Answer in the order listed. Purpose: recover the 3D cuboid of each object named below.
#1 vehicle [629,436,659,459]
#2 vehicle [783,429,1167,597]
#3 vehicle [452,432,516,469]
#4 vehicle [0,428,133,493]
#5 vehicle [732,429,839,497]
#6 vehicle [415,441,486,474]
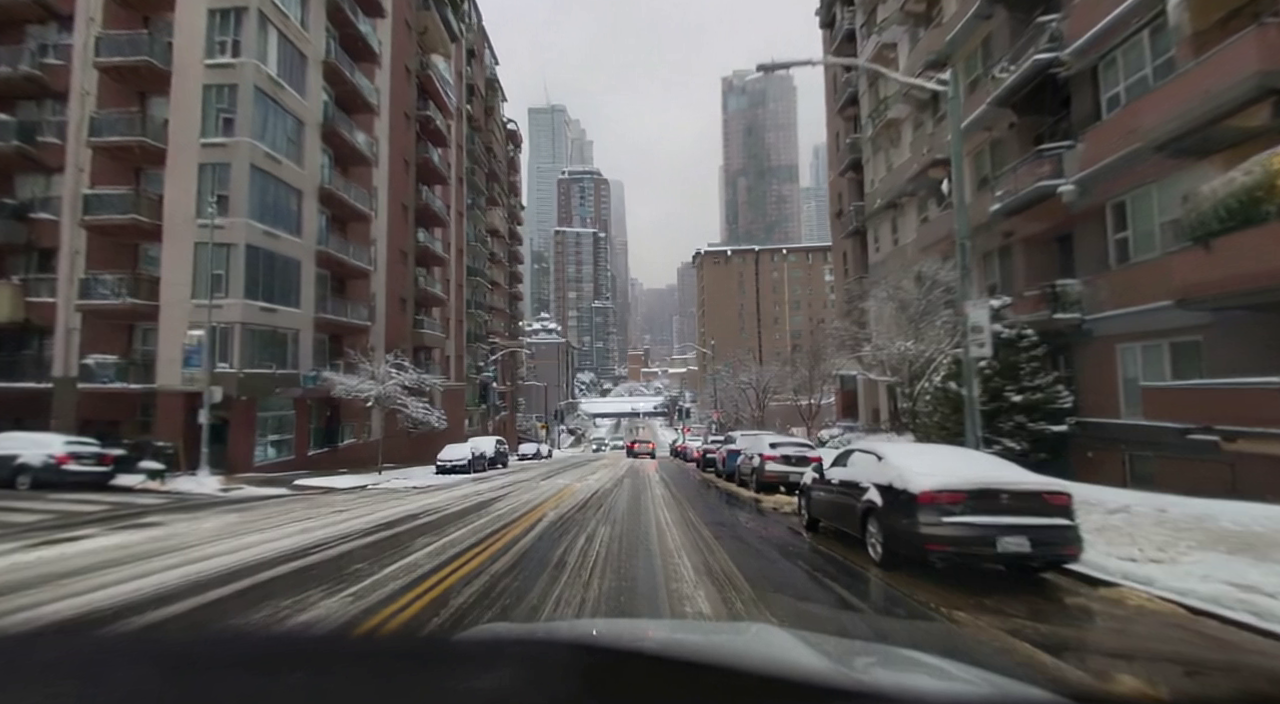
[{"bbox_3d":[0.270,7.507,49.692,2.261,1.740,4.065,0,-8,0],"label":"vehicle"},{"bbox_3d":[3.486,1.765,8.008,2.107,1.439,4.938,0,-8,-1],"label":"vehicle"},{"bbox_3d":[-9.287,5.904,38.087,2.457,2.048,5.461,0,-8,0],"label":"vehicle"},{"bbox_3d":[-17.182,2.992,17.545,4.278,1.667,2.085,0,-8,-1],"label":"vehicle"},{"bbox_3d":[3.731,2.892,16.721,1.946,1.607,3.082,0,-8,-3],"label":"vehicle"},{"bbox_3d":[-9.528,5.346,32.162,2.089,1.549,4.597,0,-8,1],"label":"vehicle"}]
